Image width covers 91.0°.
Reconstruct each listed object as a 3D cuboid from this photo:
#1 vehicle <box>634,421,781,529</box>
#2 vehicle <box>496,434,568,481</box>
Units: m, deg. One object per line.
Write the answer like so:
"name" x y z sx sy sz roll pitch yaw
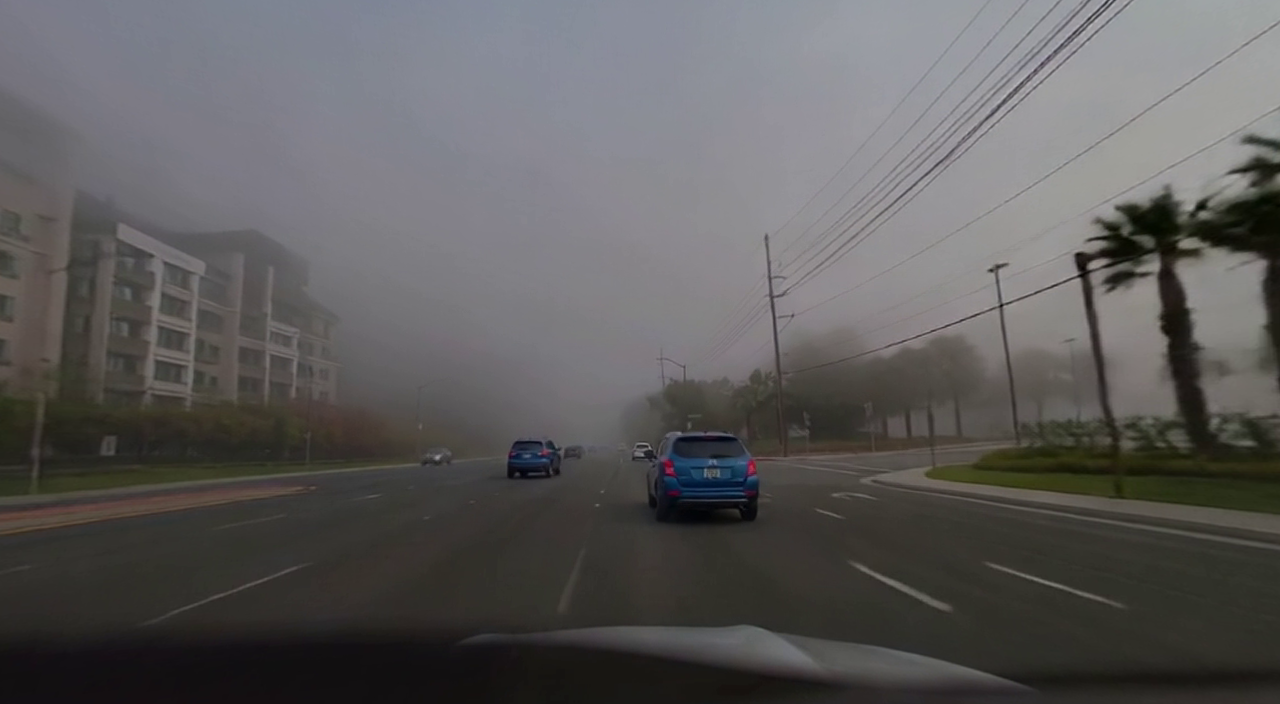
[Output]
"vehicle" 1.076 2.312 12.346 2.198 1.706 4.166 0 -9 -3
"vehicle" -4.472 4.463 26.839 2.169 1.796 4.821 0 -9 1
